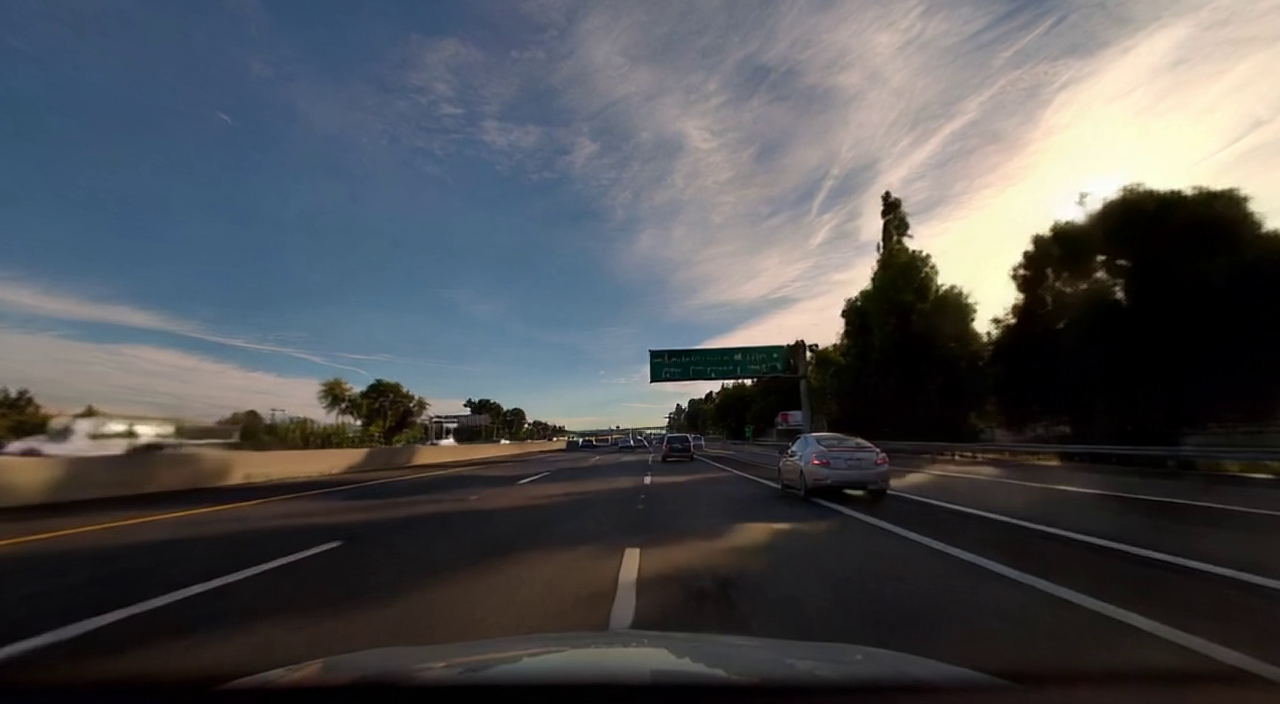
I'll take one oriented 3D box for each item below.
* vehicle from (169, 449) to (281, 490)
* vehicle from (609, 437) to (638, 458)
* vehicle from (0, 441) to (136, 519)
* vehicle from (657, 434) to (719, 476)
[{"bbox_3d":[-16.677,4.703,25.575,1.765,1.403,3.925,0,-8,2],"label":"vehicle"},{"bbox_3d":[-1.230,7.460,49.462,2.103,1.512,4.155,0,-8,1],"label":"vehicle"},{"bbox_3d":[-13.731,2.740,13.854,1.858,1.511,4.027,0,-8,2],"label":"vehicle"},{"bbox_3d":[1.980,4.433,27.626,2.240,1.646,4.949,0,-8,-1],"label":"vehicle"}]
